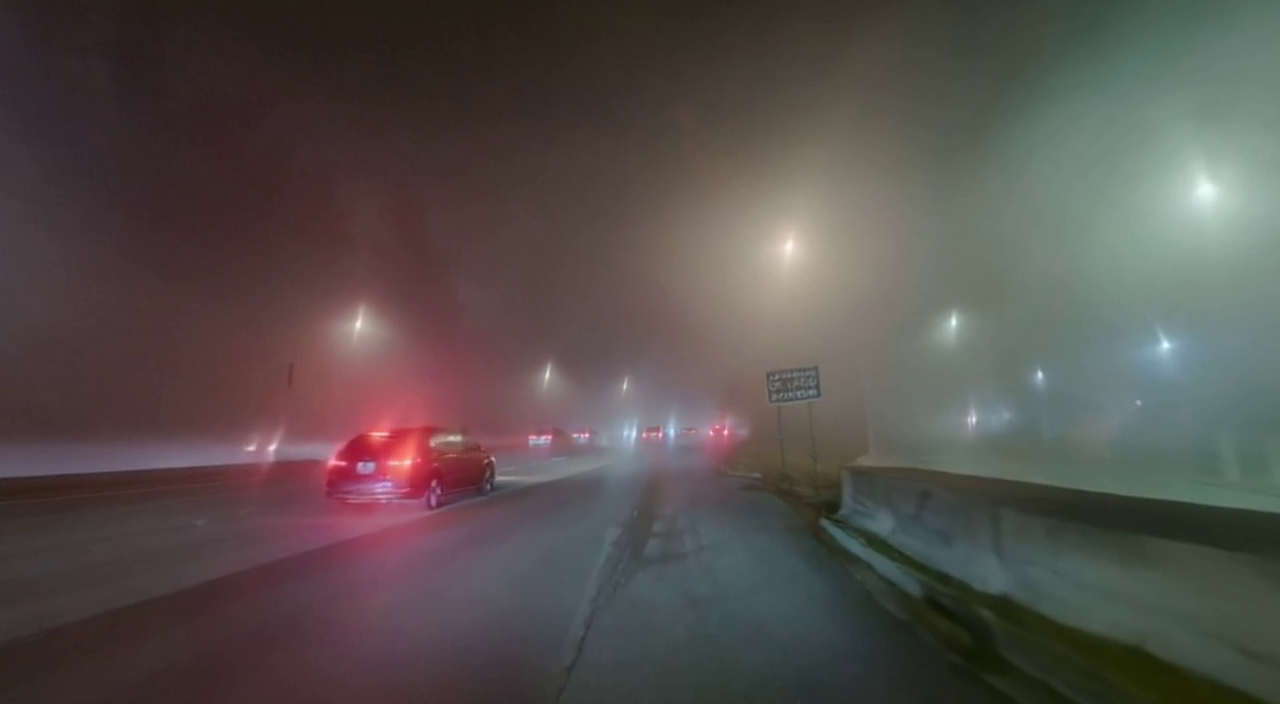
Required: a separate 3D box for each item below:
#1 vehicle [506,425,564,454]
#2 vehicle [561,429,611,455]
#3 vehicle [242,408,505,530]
[{"bbox_3d":[-6.630,5.600,40.503,2.089,1.736,4.662,-2,-8,12],"label":"vehicle"},{"bbox_3d":[-3.211,5.485,38.546,1.860,1.442,4.332,-2,-8,11],"label":"vehicle"},{"bbox_3d":[-4.188,1.938,11.031,2.082,1.638,4.644,-2,-8,8],"label":"vehicle"}]
